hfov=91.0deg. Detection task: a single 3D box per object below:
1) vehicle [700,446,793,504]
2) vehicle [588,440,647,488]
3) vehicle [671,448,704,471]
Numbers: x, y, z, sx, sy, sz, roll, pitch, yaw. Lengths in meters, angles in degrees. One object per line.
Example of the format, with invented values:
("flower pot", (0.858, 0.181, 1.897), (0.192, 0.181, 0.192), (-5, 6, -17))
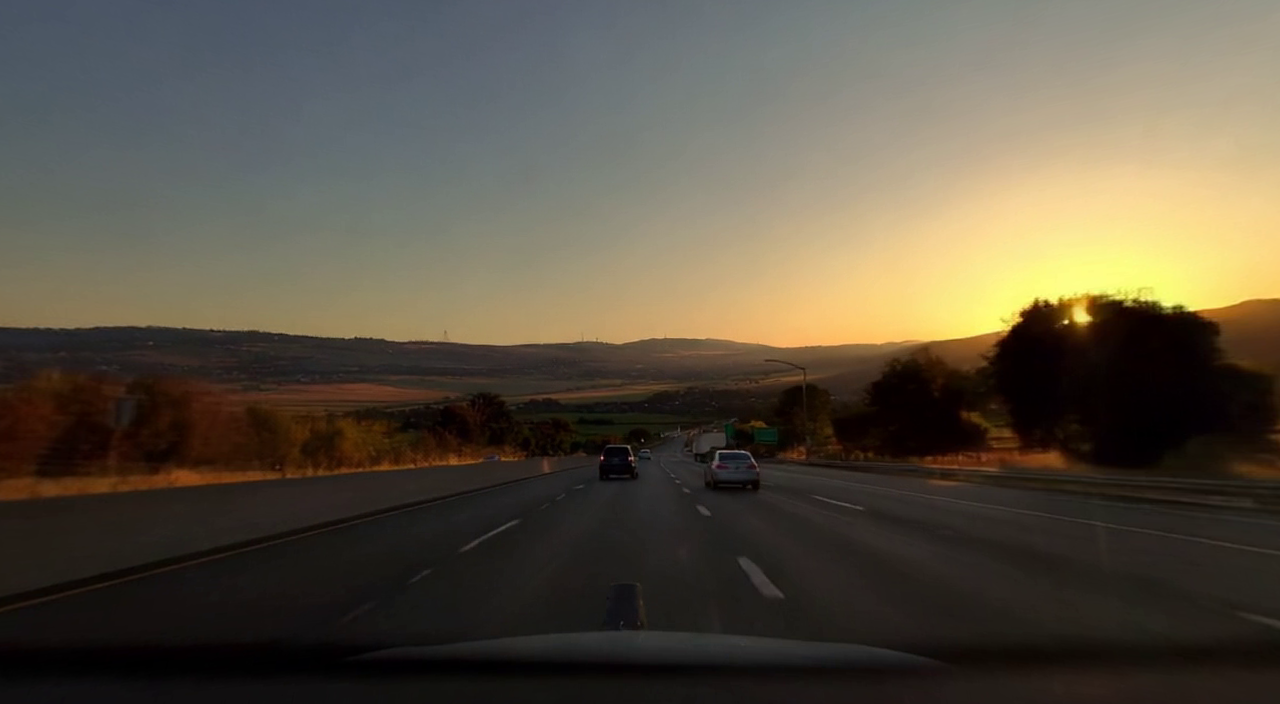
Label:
("vehicle", (2.948, 3.501, 18.329), (2.004, 1.471, 4.032), (0, -9, 0))
("vehicle", (-0.824, 4.417, 25.202), (2.142, 1.724, 4.344), (0, -9, 0))
("vehicle", (3.405, 7.816, 45.871), (2.047, 1.540, 4.294), (0, -9, 0))
